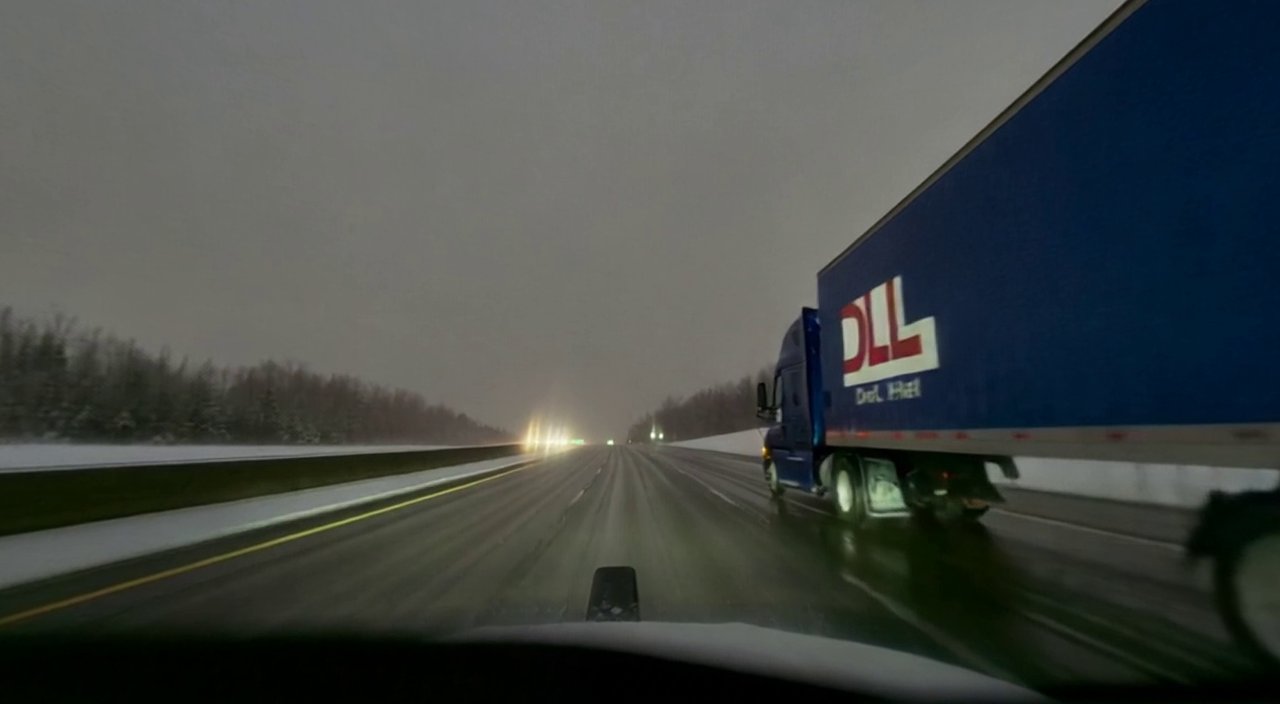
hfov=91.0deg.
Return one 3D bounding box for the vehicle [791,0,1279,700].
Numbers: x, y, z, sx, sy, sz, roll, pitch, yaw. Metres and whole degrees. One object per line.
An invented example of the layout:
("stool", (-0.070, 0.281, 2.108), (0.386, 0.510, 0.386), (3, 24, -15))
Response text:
("vehicle", (4.701, 0.360, 7.671), (3.041, 4.012, 10.162), (0, -8, -1))
